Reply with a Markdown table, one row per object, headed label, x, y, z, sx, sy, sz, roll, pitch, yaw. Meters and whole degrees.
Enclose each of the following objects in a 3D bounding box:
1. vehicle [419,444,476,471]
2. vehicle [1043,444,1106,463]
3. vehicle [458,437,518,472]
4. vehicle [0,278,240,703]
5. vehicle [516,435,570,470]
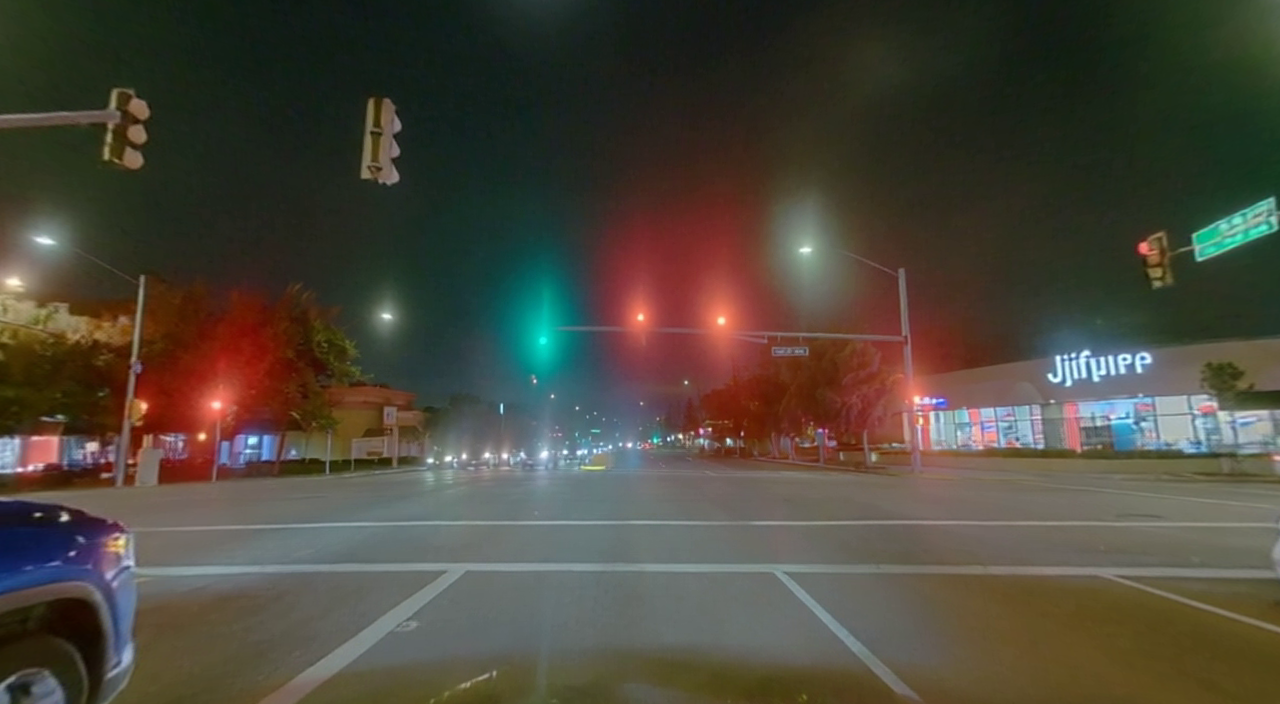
| label | x | y | z | sx | sy | sz | roll | pitch | yaw |
| --- | --- | --- | --- | --- | --- | --- | --- | --- | --- |
| vehicle | -11.327 | 6.237 | 37.438 | 2.003 | 1.476 | 4.082 | 0 | -8 | 1 |
| vehicle | 34.264 | 8.012 | 49.809 | 3.740 | 1.433 | 1.646 | 0 | -8 | -2 |
| vehicle | -8.418 | 5.695 | 35.419 | 2.273 | 1.791 | 4.809 | 0 | -8 | -1 |
| vehicle | -3.326 | 0.506 | 0.872 | 2.313 | 1.883 | 5.016 | 0 | -9 | -1 |
| vehicle | -5.455 | 5.731 | 36.203 | 2.384 | 1.787 | 5.038 | 0 | -8 | -1 |
